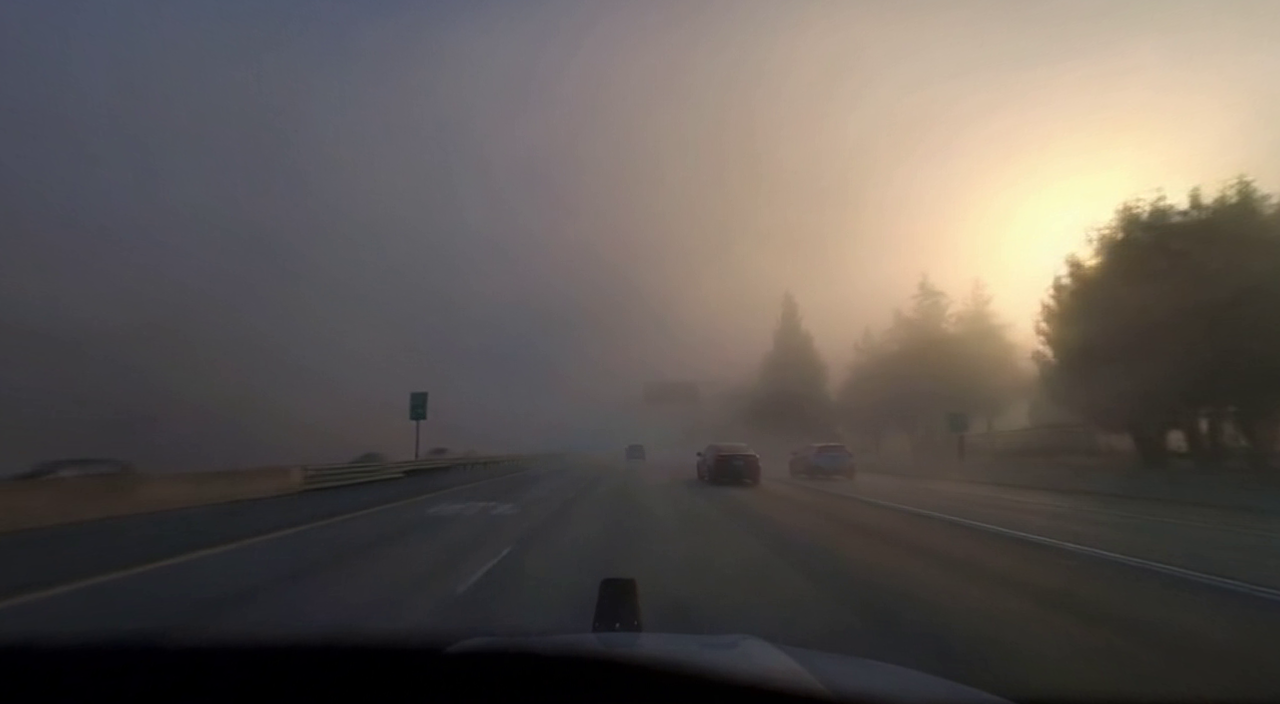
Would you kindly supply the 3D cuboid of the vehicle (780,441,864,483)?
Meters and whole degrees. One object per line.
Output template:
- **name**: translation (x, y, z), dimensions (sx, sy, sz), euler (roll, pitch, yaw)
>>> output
- **vehicle**: translation (7.164, 4.371, 25.396), dimensions (1.946, 1.497, 4.467), euler (0, -8, -2)

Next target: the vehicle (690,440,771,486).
- **vehicle**: translation (3.115, 3.941, 22.795), dimensions (2.076, 1.472, 4.562), euler (0, -8, -2)

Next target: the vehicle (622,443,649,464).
- **vehicle**: translation (-0.426, 7.937, 49.582), dimensions (2.029, 1.595, 4.207), euler (0, -8, -1)

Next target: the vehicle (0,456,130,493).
- **vehicle**: translation (-26.607, 5.640, 29.369), dimensions (1.951, 1.481, 4.693), euler (0, -9, -1)
